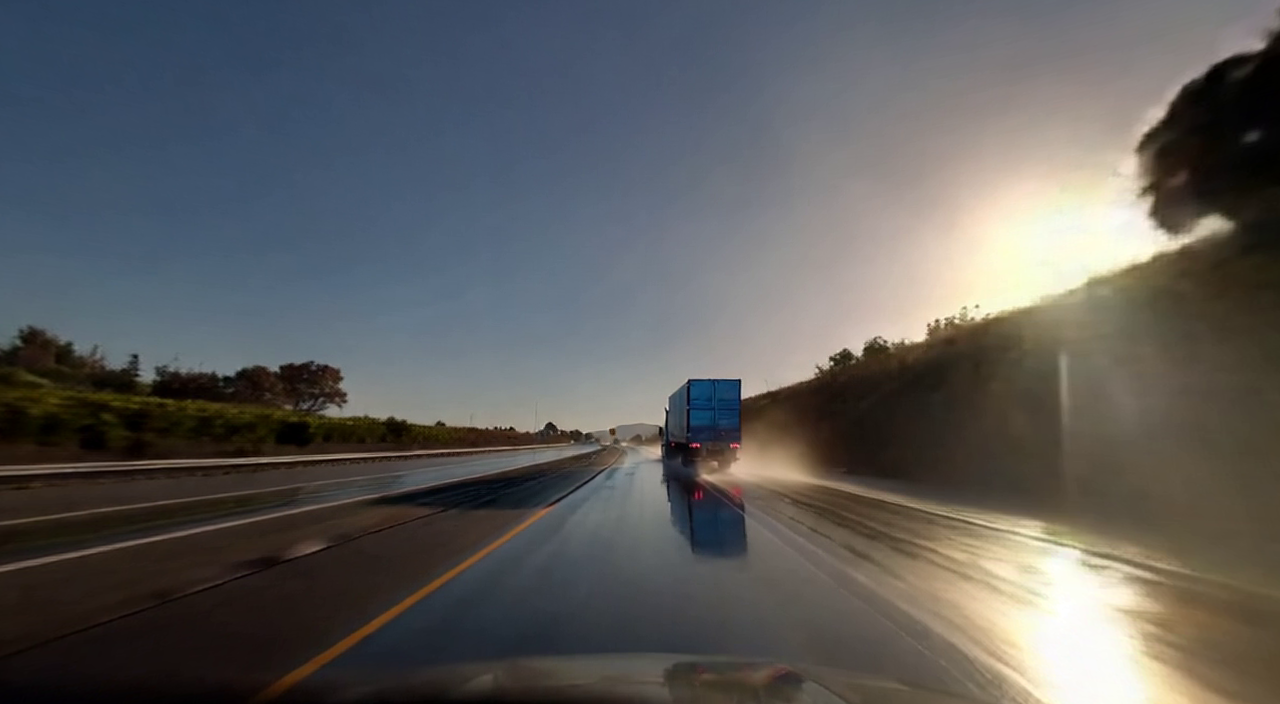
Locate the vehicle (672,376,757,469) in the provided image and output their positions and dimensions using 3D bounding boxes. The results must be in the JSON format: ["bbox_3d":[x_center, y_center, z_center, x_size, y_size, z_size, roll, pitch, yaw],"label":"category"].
[{"bbox_3d":[4.003,4.417,37.817,3.615,4.578,13.539,0,-8,1],"label":"vehicle"}]
